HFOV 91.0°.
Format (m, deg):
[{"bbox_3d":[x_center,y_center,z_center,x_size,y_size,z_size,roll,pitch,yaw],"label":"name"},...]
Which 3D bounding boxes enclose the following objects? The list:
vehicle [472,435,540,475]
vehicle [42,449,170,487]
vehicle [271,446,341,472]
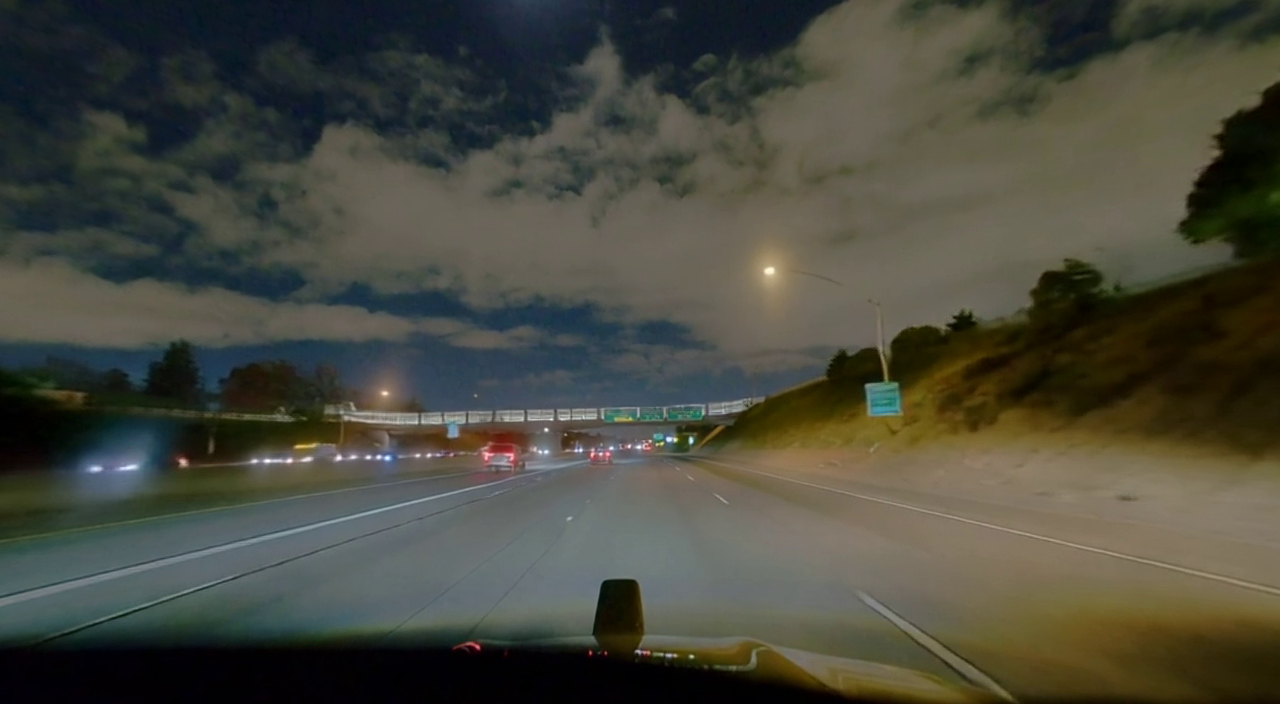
[{"bbox_3d":[-7.143,5.582,34.404,2.341,1.959,5.684,0,-9,1],"label":"vehicle"},{"bbox_3d":[-26.295,5.708,31.296,1.985,1.697,4.891,0,-9,0],"label":"vehicle"},{"bbox_3d":[-26.281,8.428,49.808,2.246,1.917,5.901,0,-9,1],"label":"vehicle"}]
